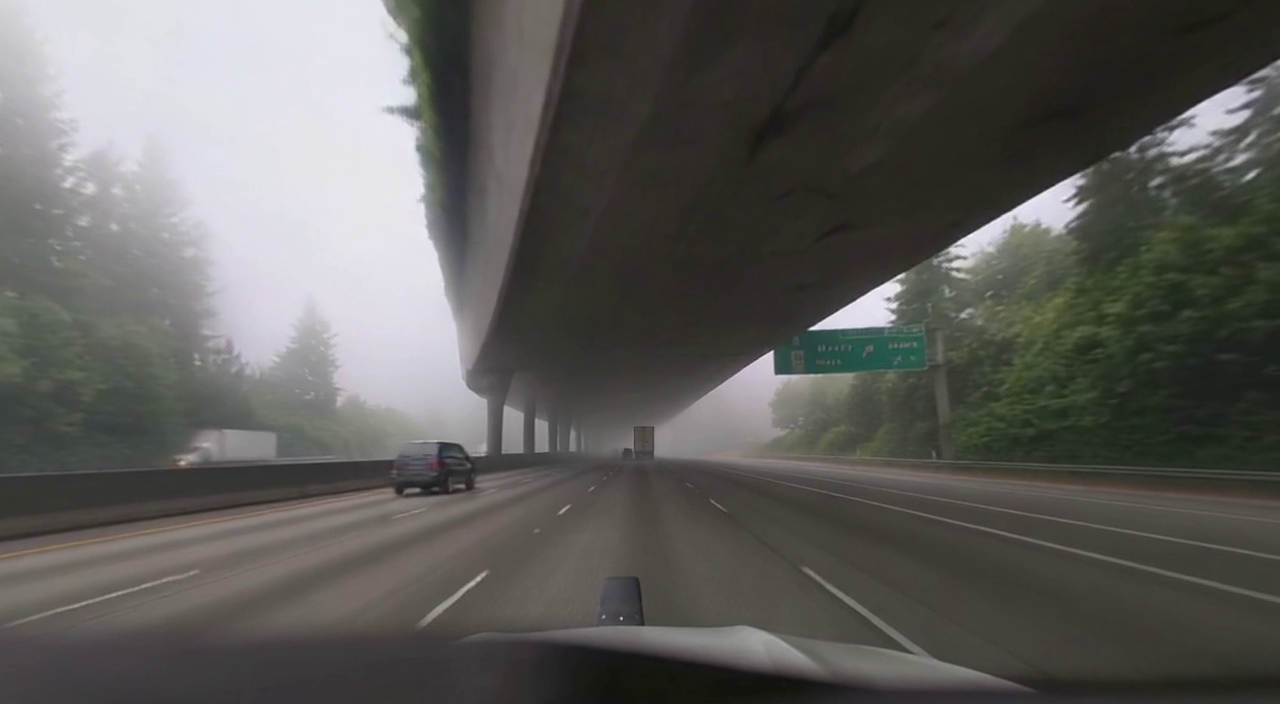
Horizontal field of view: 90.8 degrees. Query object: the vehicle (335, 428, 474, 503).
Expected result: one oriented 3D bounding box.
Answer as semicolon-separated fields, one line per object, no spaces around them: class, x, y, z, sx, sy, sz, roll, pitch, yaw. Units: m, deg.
vehicle;-6.871;3.380;19.184;2.195;1.940;5.154;0;-9;0
